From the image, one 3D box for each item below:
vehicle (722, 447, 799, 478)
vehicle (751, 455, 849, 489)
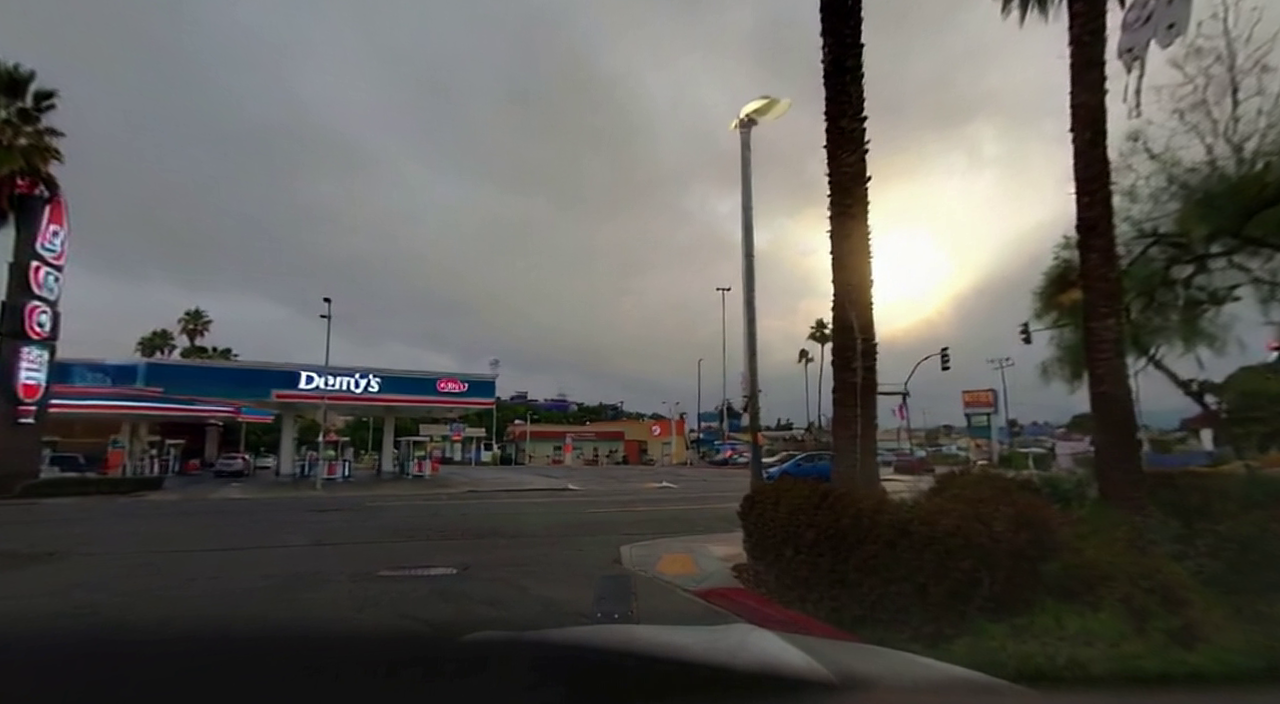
[{"bbox_3d":[8.405,7.641,43.957,4.880,1.754,2.202,2,-4,-25],"label":"vehicle"},{"bbox_3d":[8.078,6.062,31.897,4.570,1.480,1.873,6,-10,-20],"label":"vehicle"}]
